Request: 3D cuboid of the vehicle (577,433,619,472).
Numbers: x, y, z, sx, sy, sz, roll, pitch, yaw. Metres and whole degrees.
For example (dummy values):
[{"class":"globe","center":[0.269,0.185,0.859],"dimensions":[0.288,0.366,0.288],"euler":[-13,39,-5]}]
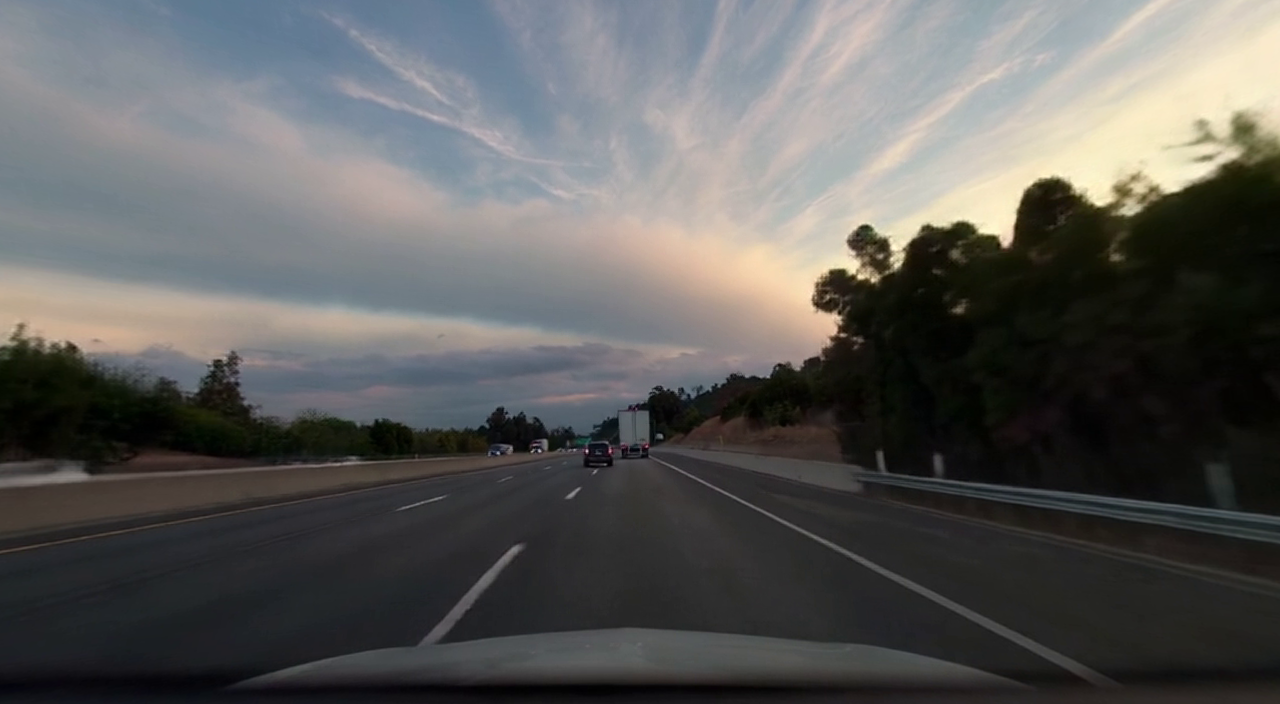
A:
[{"class":"vehicle","center":[-2.332,5.466,34.350],"dimensions":[2.139,1.925,4.312],"euler":[0,-9,-5]}]
